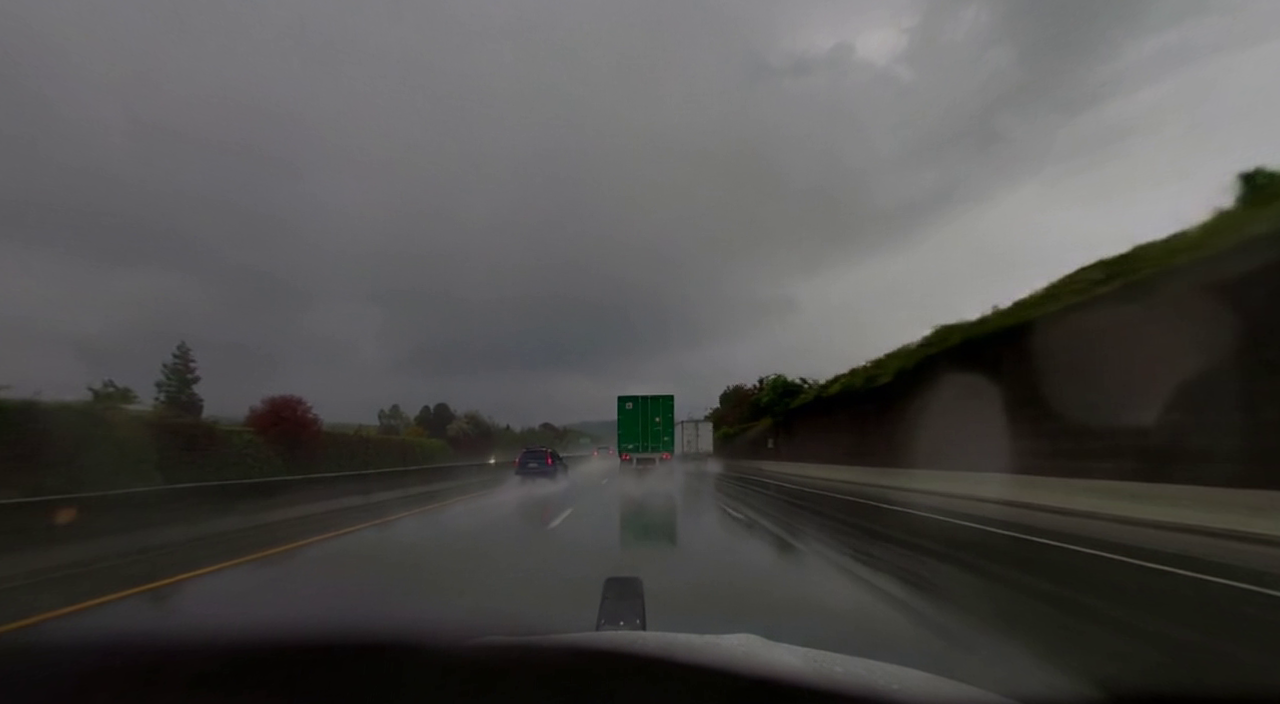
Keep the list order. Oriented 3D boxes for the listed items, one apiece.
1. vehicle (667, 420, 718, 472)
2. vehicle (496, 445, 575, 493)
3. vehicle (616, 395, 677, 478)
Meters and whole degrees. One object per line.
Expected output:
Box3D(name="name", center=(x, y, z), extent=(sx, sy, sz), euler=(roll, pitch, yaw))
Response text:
Box3D(name="vehicle", center=(3.890, 7.452, 49.928), extent=(2.854, 3.537, 12.540), euler=(0, -9, 0))
Box3D(name="vehicle", center=(-3.551, 4.042, 22.157), extent=(2.050, 1.517, 3.996), euler=(0, -9, 0))
Box3D(name="vehicle", center=(0.283, 4.985, 36.339), extent=(2.932, 4.042, 11.054), euler=(0, -9, 0))
